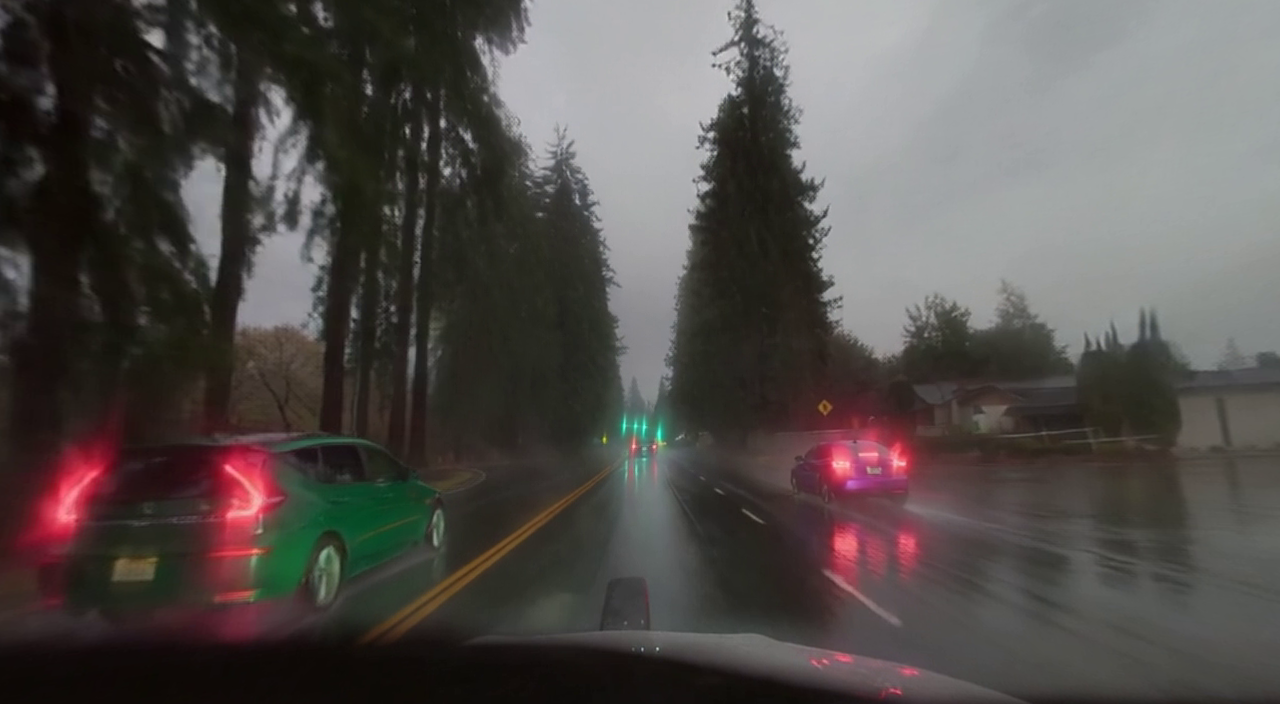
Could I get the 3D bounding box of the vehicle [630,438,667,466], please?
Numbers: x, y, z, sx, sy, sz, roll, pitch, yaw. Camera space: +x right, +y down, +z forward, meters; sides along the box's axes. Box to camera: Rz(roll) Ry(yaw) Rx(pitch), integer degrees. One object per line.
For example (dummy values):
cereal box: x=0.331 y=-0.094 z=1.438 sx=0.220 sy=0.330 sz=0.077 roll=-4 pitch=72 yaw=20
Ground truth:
vehicle: x=0.588 y=6.311 z=40.060 sx=2.206 sy=1.525 sz=4.695 roll=-1 pitch=-7 yaw=1

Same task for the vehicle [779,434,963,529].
vehicle: x=4.228 y=2.386 z=12.450 sx=1.943 sy=1.471 sz=4.515 roll=-1 pitch=-7 yaw=0

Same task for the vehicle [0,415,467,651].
vehicle: x=-3.658 y=1.533 z=6.722 sx=2.162 sy=1.546 sz=4.889 roll=-1 pitch=-7 yaw=1
